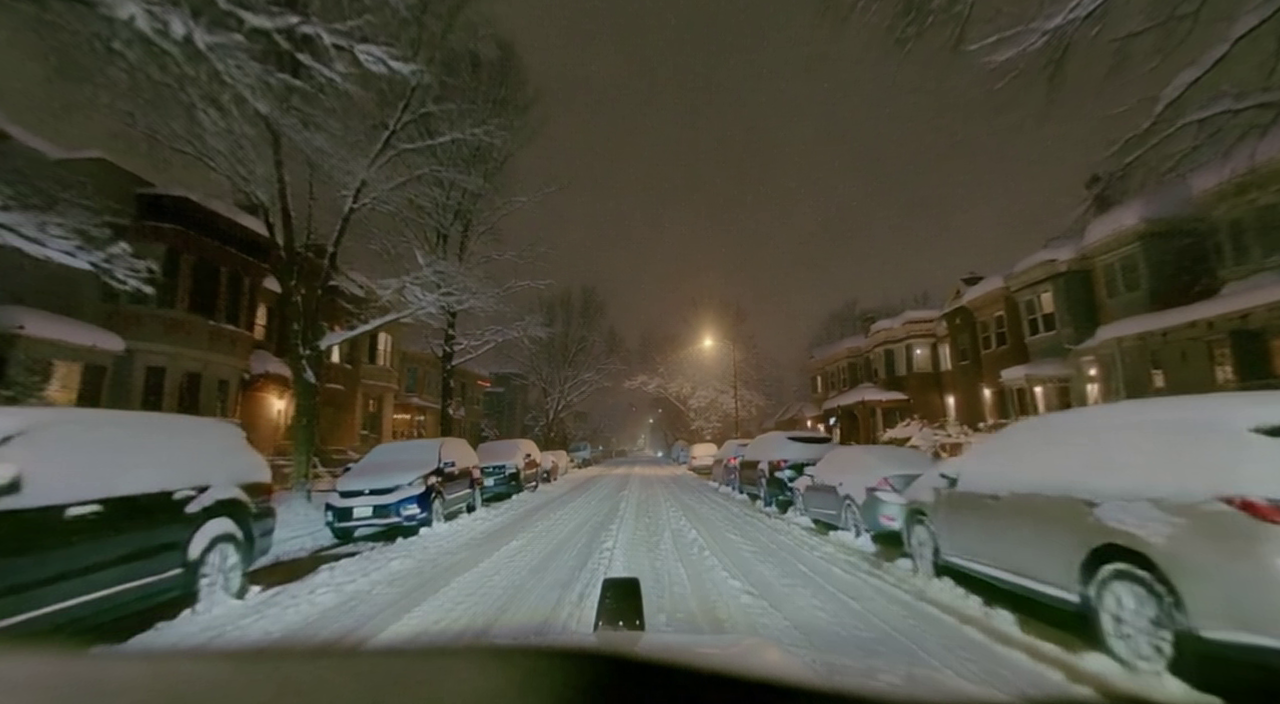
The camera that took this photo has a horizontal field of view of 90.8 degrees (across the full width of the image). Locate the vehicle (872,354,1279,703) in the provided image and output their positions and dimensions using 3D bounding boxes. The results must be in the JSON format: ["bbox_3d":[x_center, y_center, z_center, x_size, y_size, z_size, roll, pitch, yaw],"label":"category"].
[{"bbox_3d":[3.704,1.207,4.952,1.994,1.710,4.699,0,-9,0],"label":"vehicle"}]

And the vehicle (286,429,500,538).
[{"bbox_3d":[-5.046,2.770,14.124,2.683,1.923,5.421,0,-9,-1],"label":"vehicle"}]

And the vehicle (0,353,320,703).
[{"bbox_3d":[-5.054,1.247,4.855,2.390,2.123,5.371,0,-9,-1],"label":"vehicle"}]
